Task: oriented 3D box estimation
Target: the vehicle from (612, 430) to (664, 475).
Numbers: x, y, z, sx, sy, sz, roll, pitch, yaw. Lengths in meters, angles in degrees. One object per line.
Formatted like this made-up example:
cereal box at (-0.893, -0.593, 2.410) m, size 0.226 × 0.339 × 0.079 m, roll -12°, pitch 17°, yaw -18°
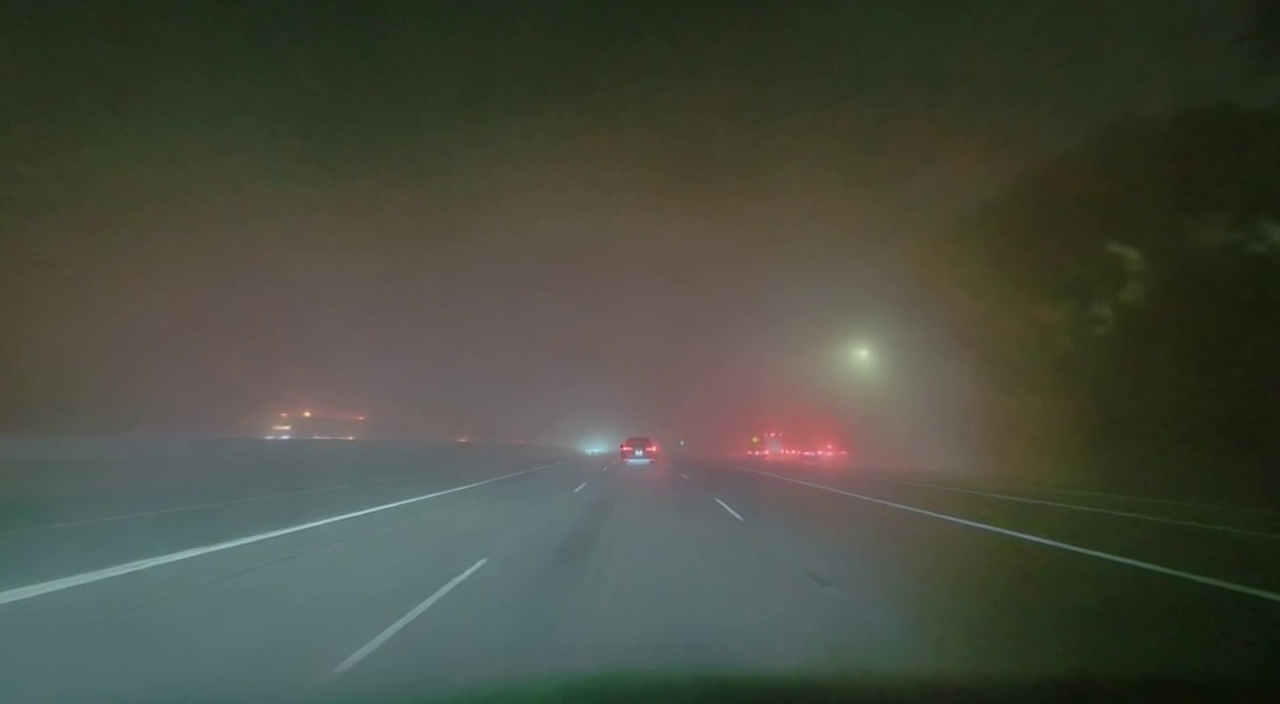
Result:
vehicle at (-0.095, 4.772, 30.204) m, size 2.269 × 1.924 × 4.596 m, roll 0°, pitch -8°, yaw 0°
